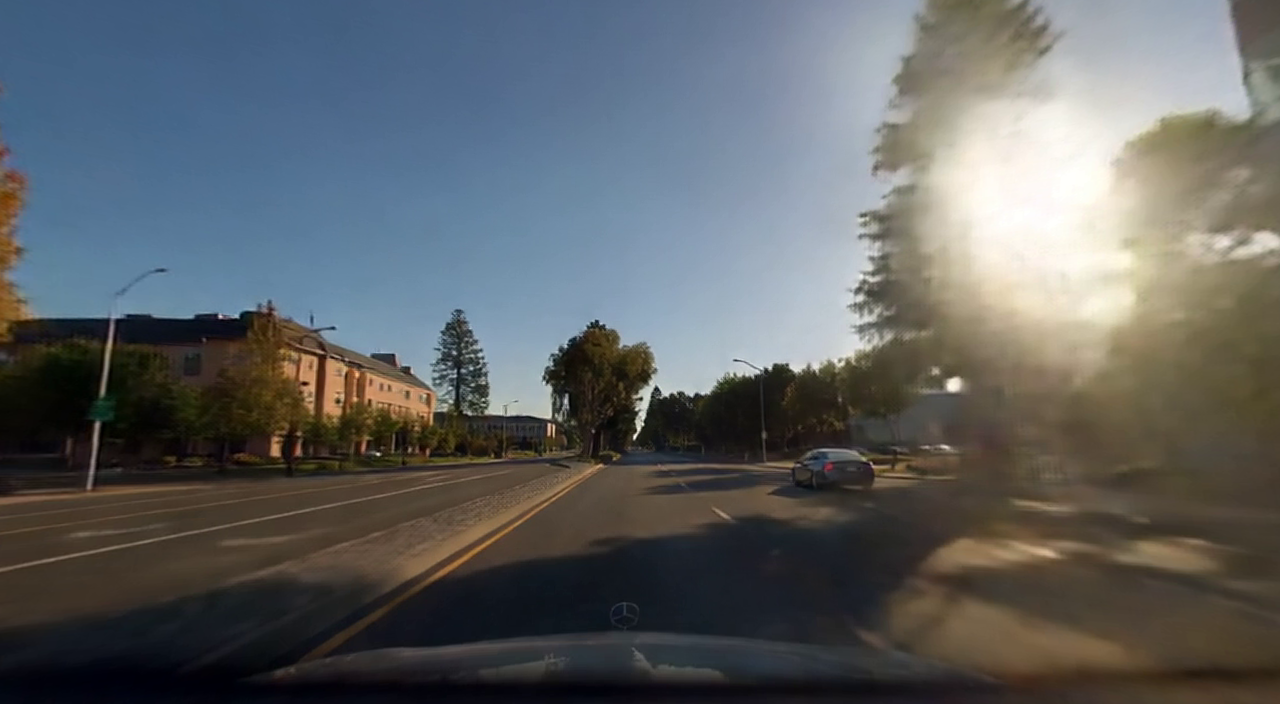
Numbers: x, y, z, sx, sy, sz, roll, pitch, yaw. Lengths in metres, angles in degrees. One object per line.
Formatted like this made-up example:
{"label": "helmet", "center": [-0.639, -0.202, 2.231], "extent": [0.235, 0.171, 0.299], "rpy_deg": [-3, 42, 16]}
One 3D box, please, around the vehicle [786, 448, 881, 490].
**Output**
{"label": "vehicle", "center": [7.136, 4.350, 23.783], "extent": [2.054, 1.421, 4.487], "rpy_deg": [0, -9, -1]}
